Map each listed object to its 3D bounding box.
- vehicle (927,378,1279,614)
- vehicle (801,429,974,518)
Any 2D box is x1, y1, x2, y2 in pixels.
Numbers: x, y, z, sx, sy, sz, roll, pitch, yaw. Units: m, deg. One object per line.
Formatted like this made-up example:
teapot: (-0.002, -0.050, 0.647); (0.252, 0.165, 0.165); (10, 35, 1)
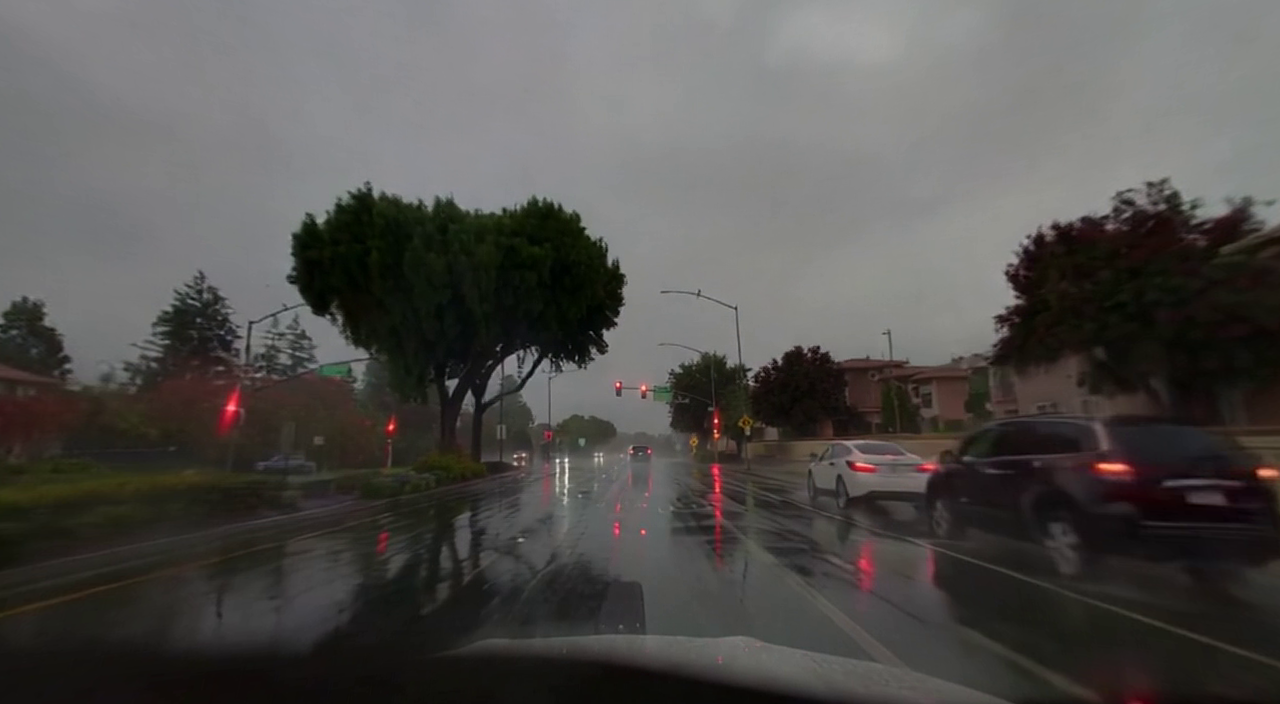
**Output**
vehicle: (5.664, 1.550, 7.707); (2.008, 1.930, 4.919); (0, -9, 1)
vehicle: (5.482, 2.789, 14.880); (2.070, 1.710, 4.964); (1, -9, 0)
